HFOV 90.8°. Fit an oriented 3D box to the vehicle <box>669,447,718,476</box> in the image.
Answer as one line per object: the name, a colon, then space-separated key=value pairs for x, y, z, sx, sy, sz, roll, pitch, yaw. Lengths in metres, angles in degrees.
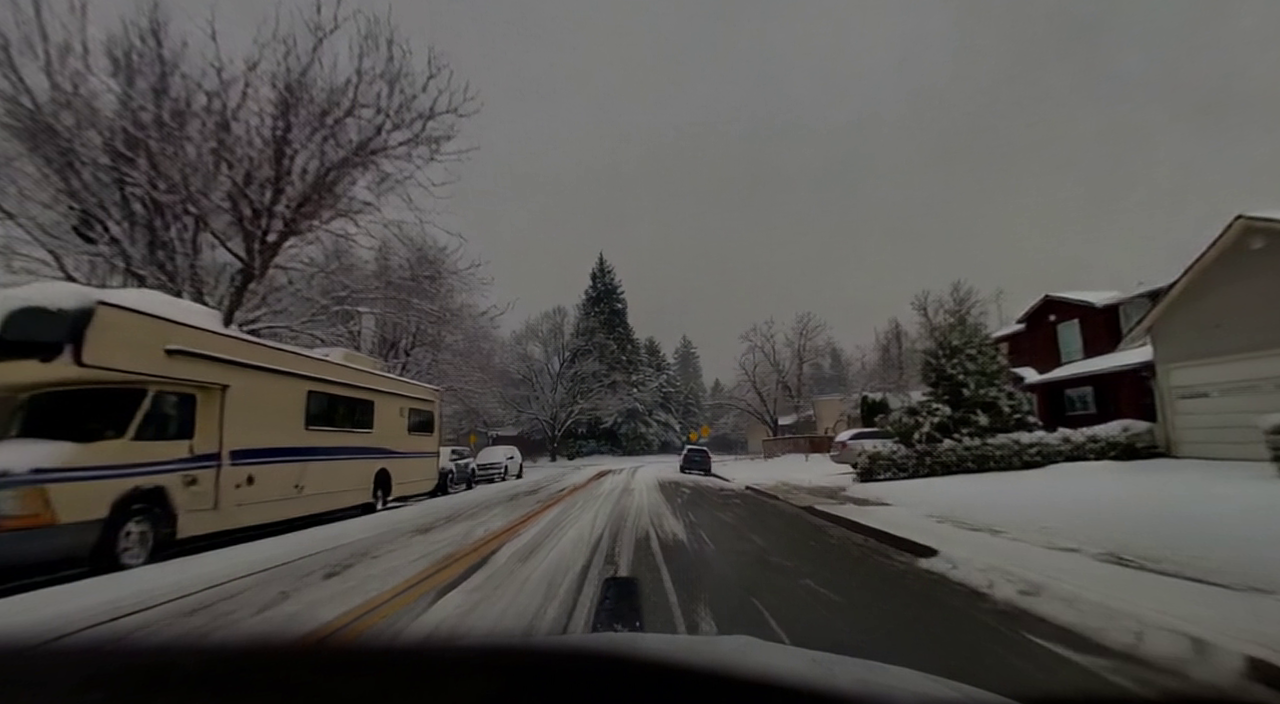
vehicle: x=2.912 y=6.046 z=35.305 sx=2.167 sy=1.479 sz=4.597 roll=0 pitch=-8 yaw=-2

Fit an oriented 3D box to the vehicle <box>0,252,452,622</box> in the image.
vehicle: x=-6.917 y=1.712 z=11.839 sx=3.103 sy=3.479 sz=11.801 roll=-1 pitch=-9 yaw=0

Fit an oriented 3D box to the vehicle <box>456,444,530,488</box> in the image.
vehicle: x=-6.982 y=5.422 z=30.608 sx=2.225 sy=1.817 sz=5.731 roll=-3 pitch=-8 yaw=0
